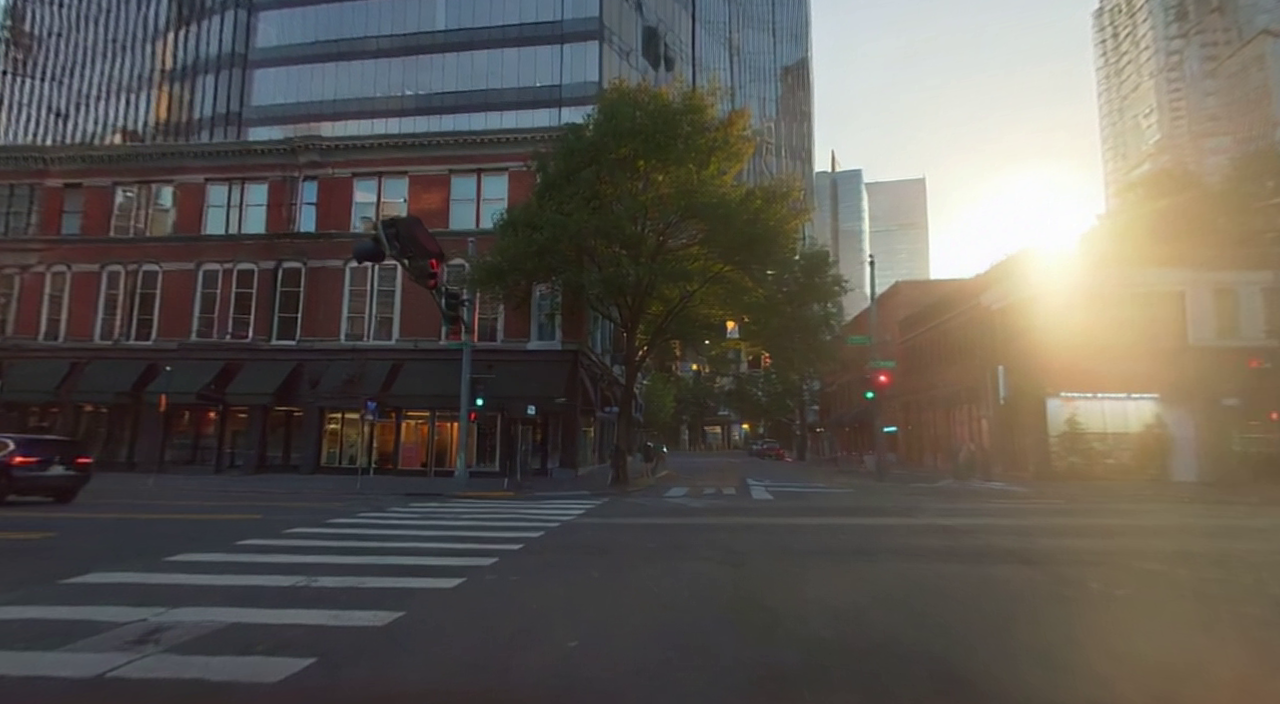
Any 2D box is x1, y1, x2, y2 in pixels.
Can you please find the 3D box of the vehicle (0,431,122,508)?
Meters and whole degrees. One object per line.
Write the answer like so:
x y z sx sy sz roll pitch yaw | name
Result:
-14.309 2.515 13.799 4.459 1.482 2.106 -2 -9 10 | vehicle
